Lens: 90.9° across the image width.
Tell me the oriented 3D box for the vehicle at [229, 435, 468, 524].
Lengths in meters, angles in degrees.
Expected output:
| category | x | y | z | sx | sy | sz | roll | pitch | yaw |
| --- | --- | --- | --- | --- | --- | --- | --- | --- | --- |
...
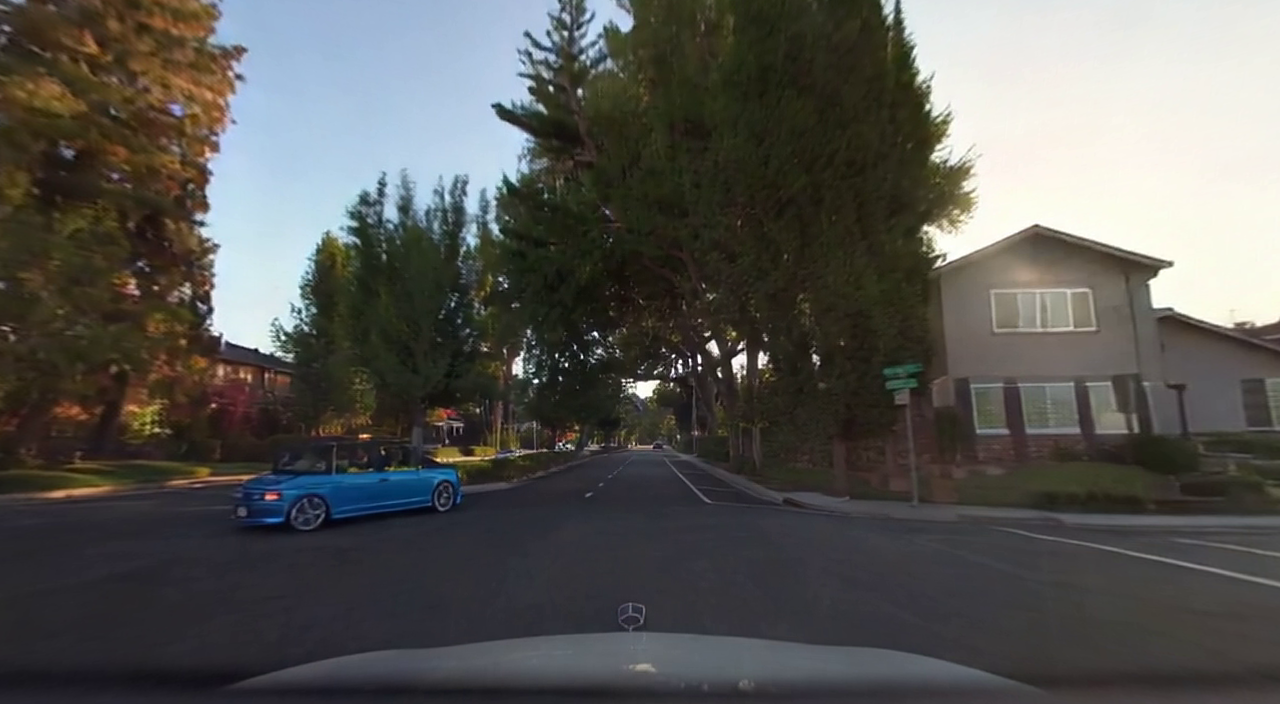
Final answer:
| category | x | y | z | sx | sy | sz | roll | pitch | yaw |
| --- | --- | --- | --- | --- | --- | --- | --- | --- | --- |
| vehicle | -6.390 | 2.814 | 14.611 | 2.170 | 1.666 | 4.788 | -3 | -9 | 20 |
